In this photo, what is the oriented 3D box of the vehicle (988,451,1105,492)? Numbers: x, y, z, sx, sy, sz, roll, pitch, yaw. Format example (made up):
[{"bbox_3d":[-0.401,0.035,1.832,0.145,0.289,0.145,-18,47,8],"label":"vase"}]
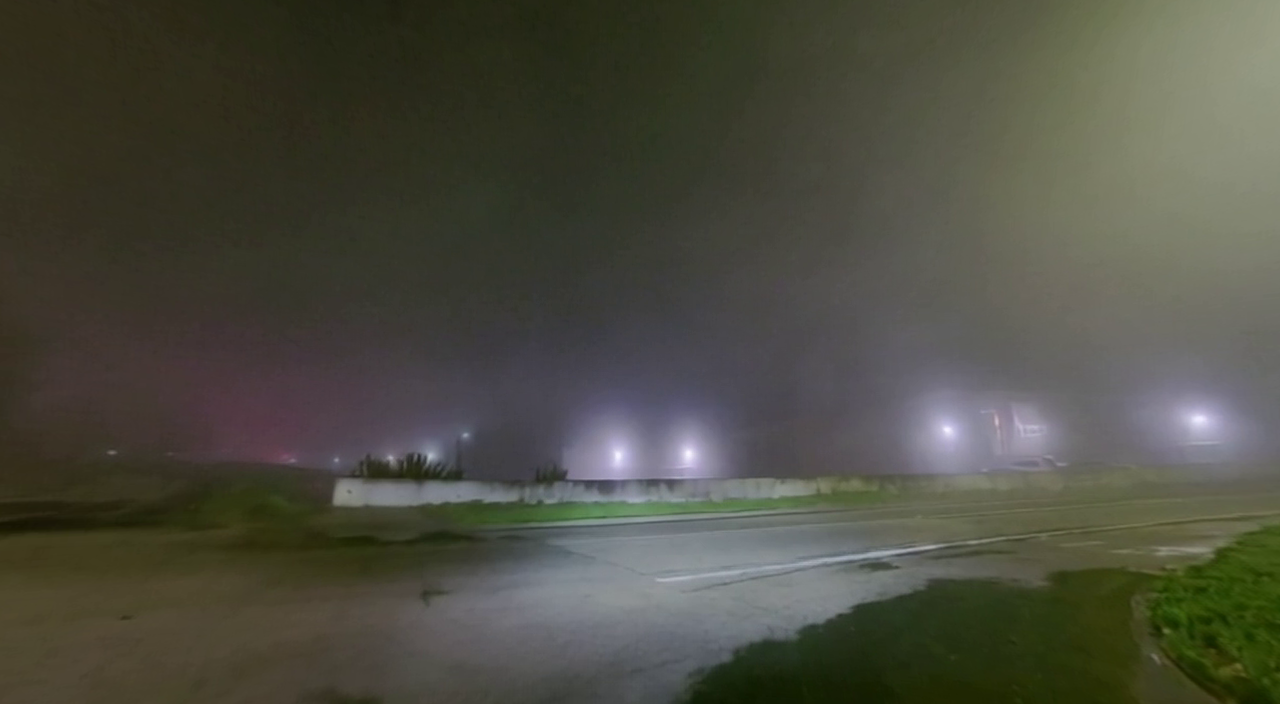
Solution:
[{"bbox_3d":[16.517,4.907,25.855,1.833,1.490,3.705,4,-12,-13],"label":"vehicle"}]

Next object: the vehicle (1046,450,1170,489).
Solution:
[{"bbox_3d":[19.984,5.048,27.141,1.825,1.512,3.943,4,-10,-14],"label":"vehicle"}]

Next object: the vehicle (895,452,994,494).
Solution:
[{"bbox_3d":[12.775,5.168,26.752,1.944,1.608,3.715,3,-12,-7],"label":"vehicle"}]
